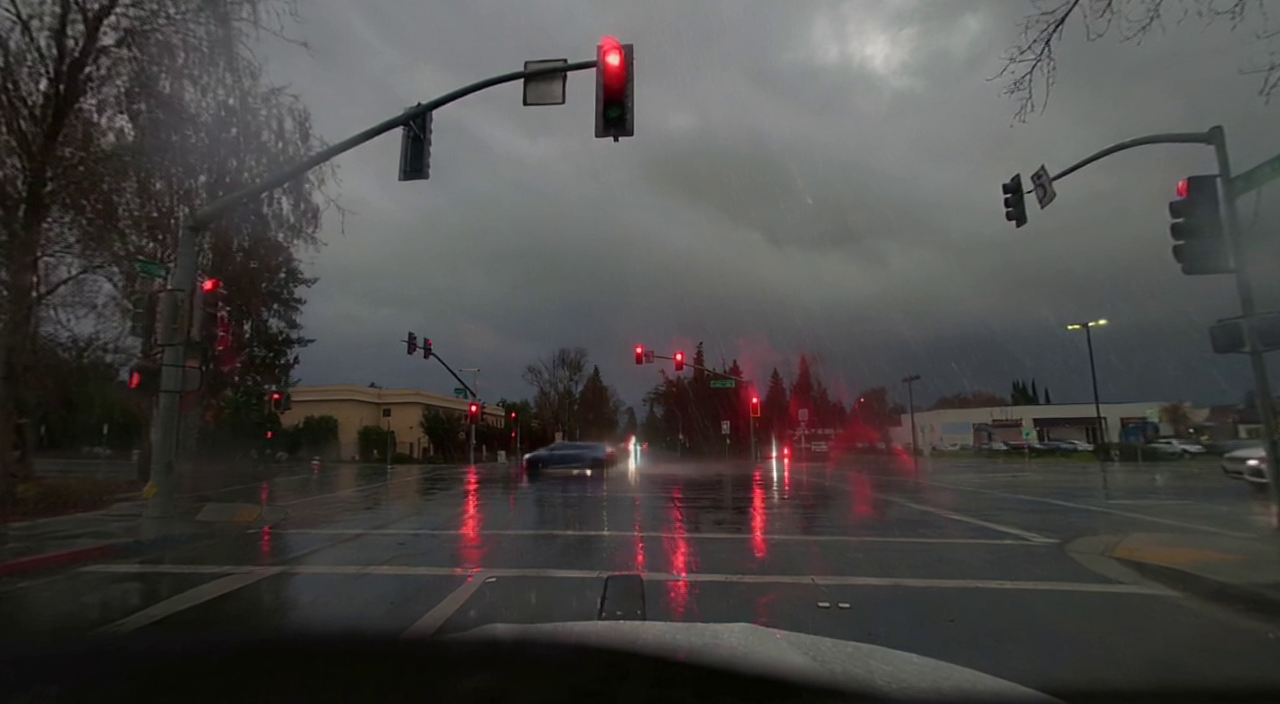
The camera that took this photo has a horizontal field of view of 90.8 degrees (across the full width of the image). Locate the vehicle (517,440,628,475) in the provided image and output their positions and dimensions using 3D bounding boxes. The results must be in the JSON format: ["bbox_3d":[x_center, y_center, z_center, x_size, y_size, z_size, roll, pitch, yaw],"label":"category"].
[{"bbox_3d":[-3.029,4.763,28.710,4.588,1.484,2.000,-3,-9,14],"label":"vehicle"}]

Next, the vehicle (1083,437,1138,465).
[{"bbox_3d":[26.955,5.654,36.150,2.092,1.474,4.046,-8,-11,40],"label":"vehicle"}]
